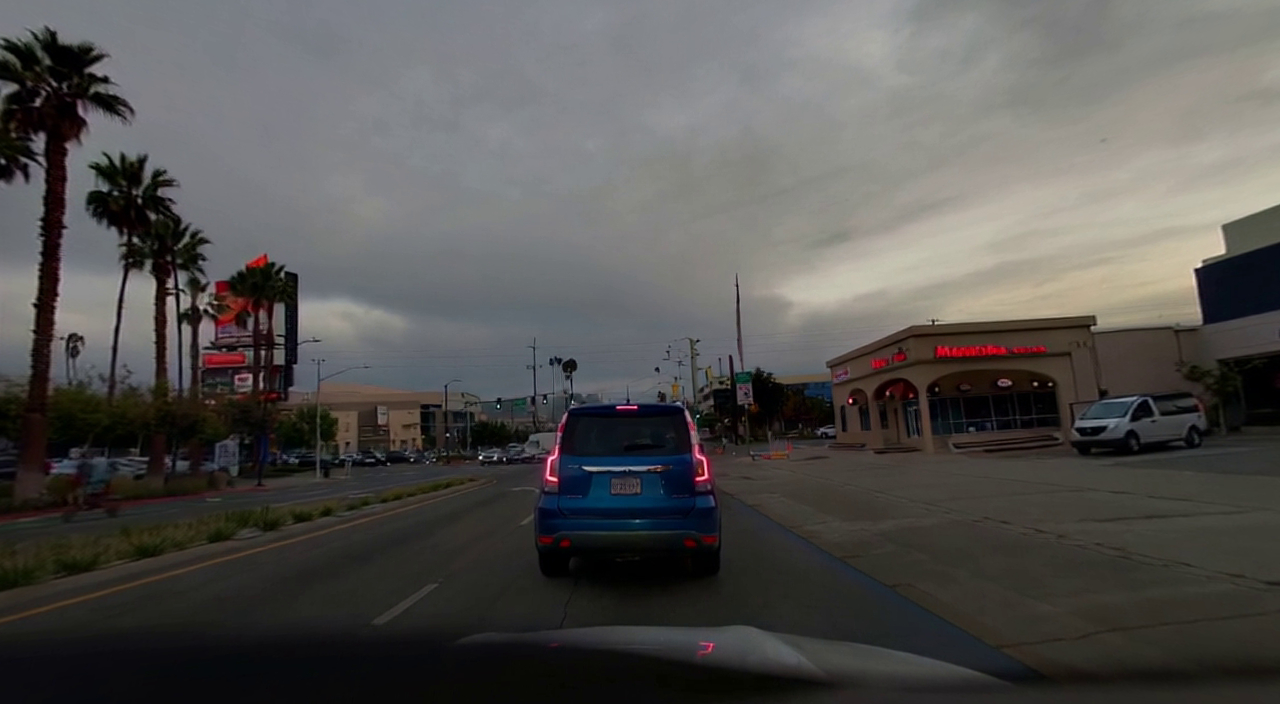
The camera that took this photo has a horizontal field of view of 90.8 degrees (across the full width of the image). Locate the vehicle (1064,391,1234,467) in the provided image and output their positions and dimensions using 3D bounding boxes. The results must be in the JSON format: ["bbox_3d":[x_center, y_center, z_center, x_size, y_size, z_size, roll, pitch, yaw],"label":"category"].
[{"bbox_3d":[16.120,2.492,19.892,6.060,2.047,2.490,6,-11,-36],"label":"vehicle"}]

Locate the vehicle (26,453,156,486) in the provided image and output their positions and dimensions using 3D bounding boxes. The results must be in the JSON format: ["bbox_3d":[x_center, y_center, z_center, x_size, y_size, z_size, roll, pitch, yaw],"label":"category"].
[{"bbox_3d":[-27.878,5.959,32.304,4.593,1.528,1.979,5,-10,-29],"label":"vehicle"}]

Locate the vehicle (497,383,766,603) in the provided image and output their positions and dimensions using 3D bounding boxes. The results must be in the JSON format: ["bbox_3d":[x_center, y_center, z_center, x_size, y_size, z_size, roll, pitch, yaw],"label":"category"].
[{"bbox_3d":[-0.116,1.464,7.278,2.234,1.818,3.869,0,-9,-2],"label":"vehicle"}]

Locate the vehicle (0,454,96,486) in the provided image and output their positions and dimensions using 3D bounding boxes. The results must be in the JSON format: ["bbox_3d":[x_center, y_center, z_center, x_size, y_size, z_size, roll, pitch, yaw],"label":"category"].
[{"bbox_3d":[-28.431,5.359,28.697,5.154,1.343,1.943,4,-9,-25],"label":"vehicle"}]
